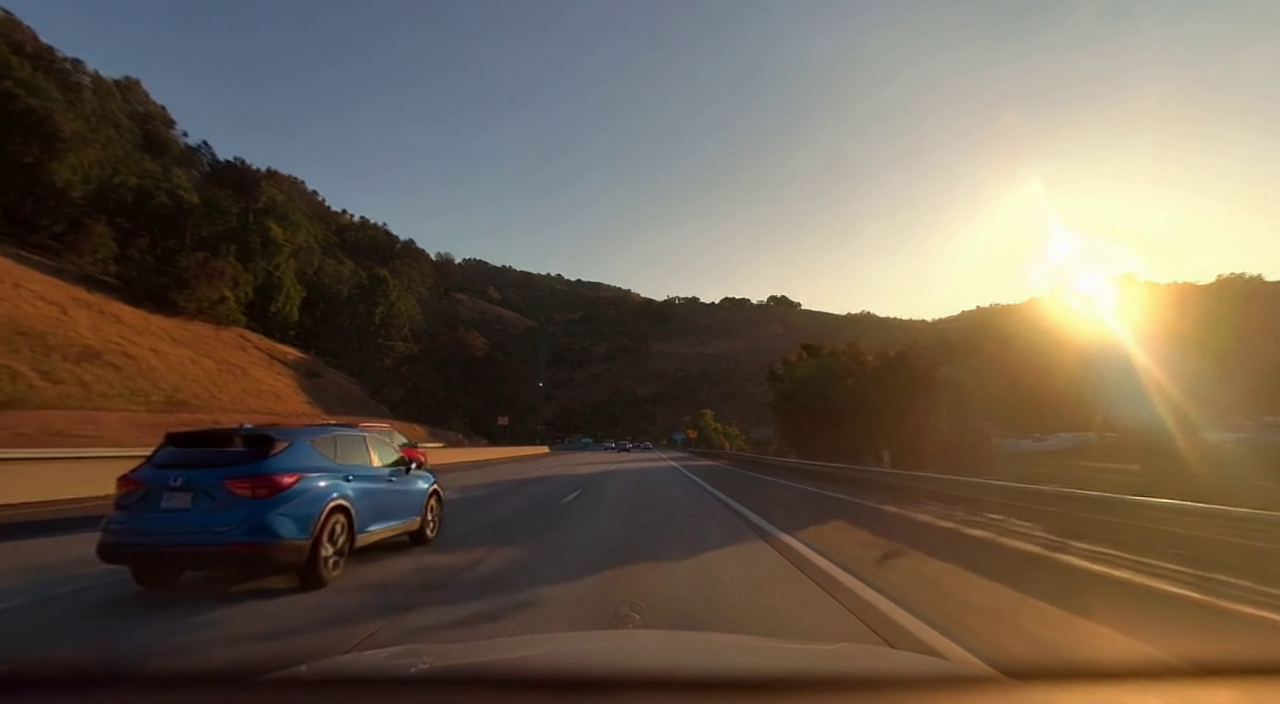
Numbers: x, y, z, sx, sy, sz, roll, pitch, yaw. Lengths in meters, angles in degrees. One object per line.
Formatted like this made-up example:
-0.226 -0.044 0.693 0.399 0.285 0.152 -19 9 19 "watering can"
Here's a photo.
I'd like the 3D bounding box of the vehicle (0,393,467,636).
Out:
-3.439 1.439 6.578 1.983 1.663 4.290 0 -9 1 "vehicle"
